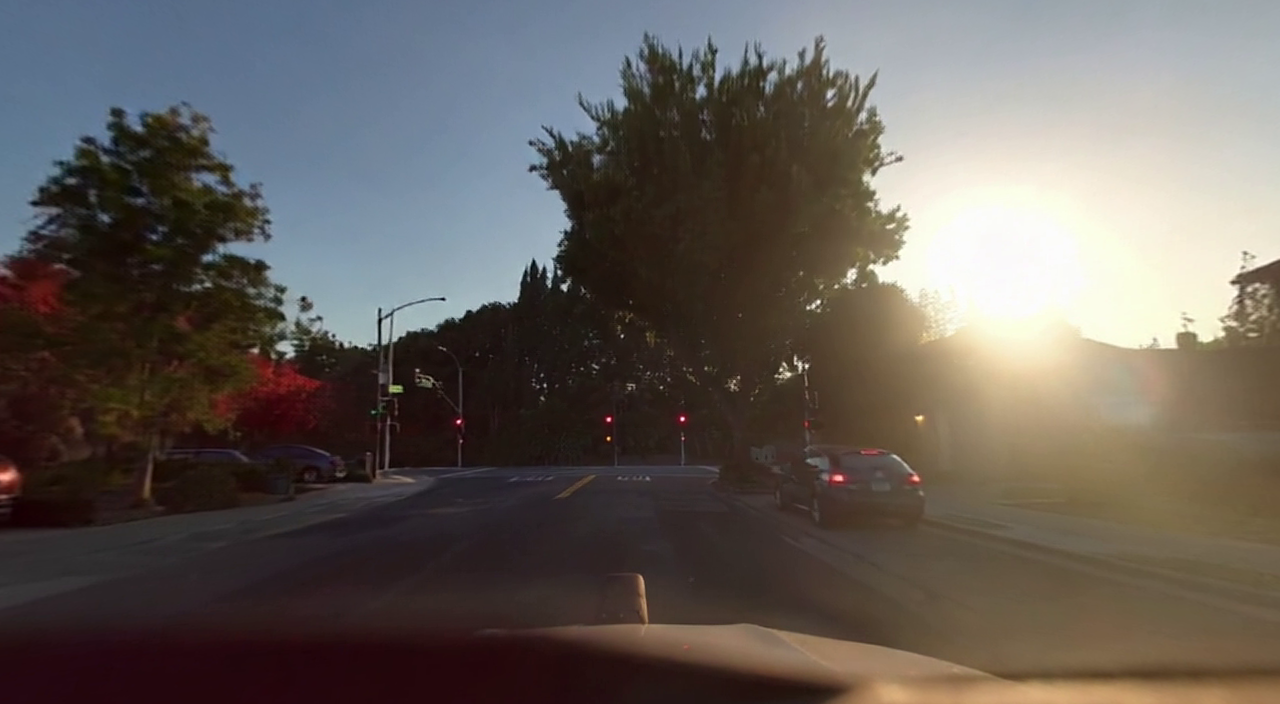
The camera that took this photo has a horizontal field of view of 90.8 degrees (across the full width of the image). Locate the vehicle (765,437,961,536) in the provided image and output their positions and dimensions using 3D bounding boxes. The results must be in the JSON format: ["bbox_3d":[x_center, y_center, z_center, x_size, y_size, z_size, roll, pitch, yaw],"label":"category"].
[{"bbox_3d":[3.852,2.397,12.016,2.065,1.478,4.828,0,-9,1],"label":"vehicle"}]

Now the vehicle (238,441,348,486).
[{"bbox_3d":[-13.743,4.415,25.393,2.003,1.637,4.297,0,-9,-1],"label":"vehicle"}]
